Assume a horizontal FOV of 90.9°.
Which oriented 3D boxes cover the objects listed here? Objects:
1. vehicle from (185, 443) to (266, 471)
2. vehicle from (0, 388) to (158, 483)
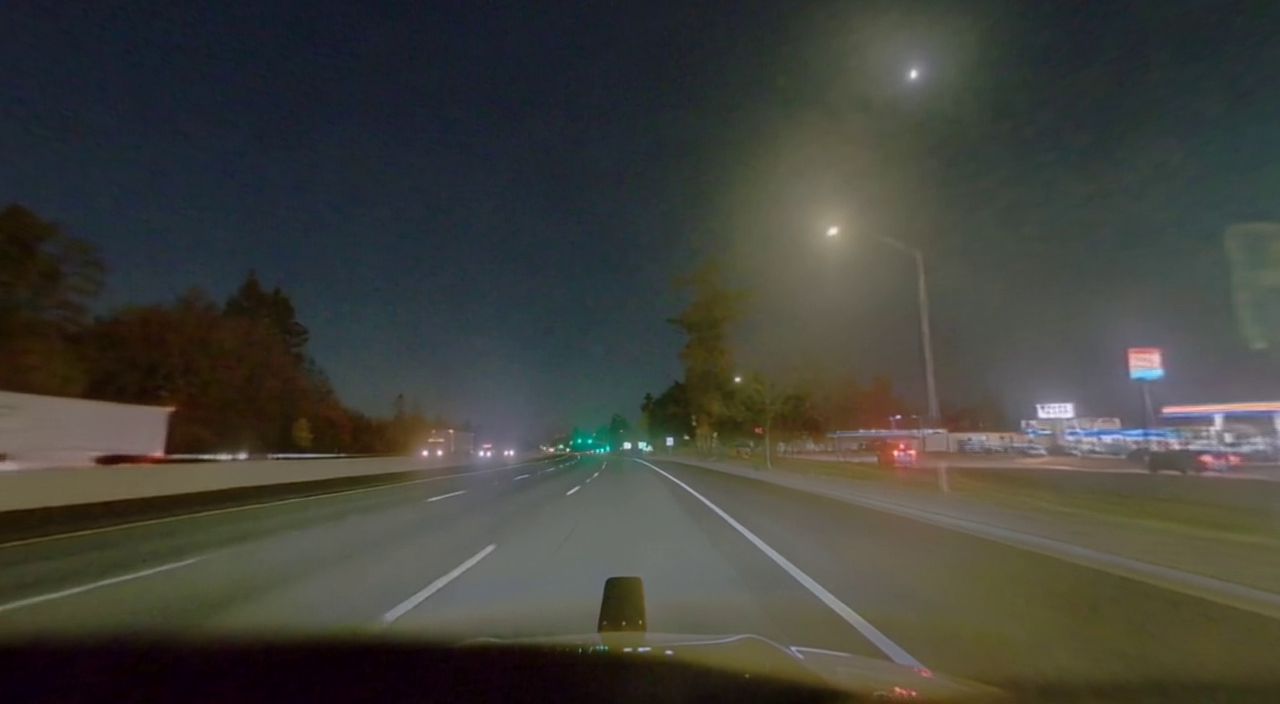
[{"bbox_3d":[-26.820,6.794,41.039,1.933,1.714,5.121,0,-8,-2],"label":"vehicle"},{"bbox_3d":[-29.928,3.912,29.455,2.902,4.207,15.681,1,-8,-2],"label":"vehicle"}]
